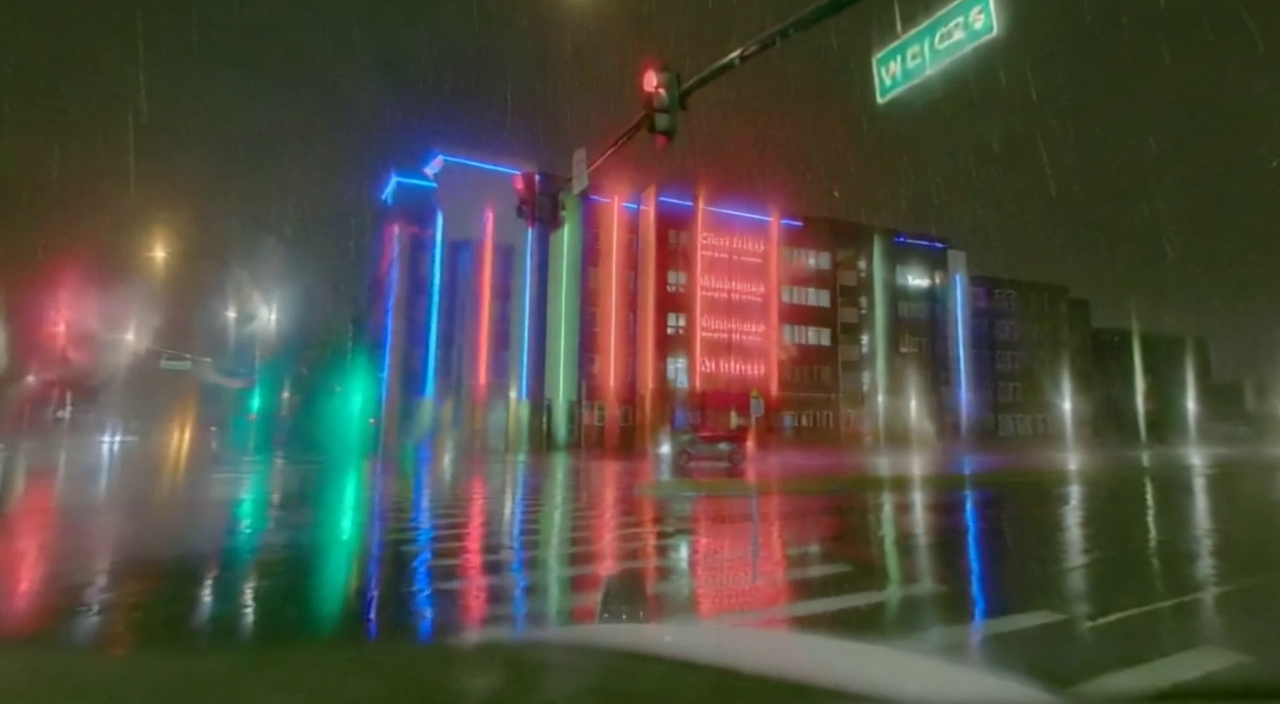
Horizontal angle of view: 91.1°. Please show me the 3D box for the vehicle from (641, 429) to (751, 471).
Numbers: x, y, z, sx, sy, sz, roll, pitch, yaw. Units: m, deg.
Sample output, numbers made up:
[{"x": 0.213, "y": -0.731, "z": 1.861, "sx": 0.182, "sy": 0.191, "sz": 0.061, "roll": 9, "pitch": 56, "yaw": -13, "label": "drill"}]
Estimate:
[{"x": 2.604, "y": 4.504, "z": 29.070, "sx": 4.713, "sy": 1.775, "sz": 2.030, "roll": 3, "pitch": -9, "yaw": -29, "label": "vehicle"}]
